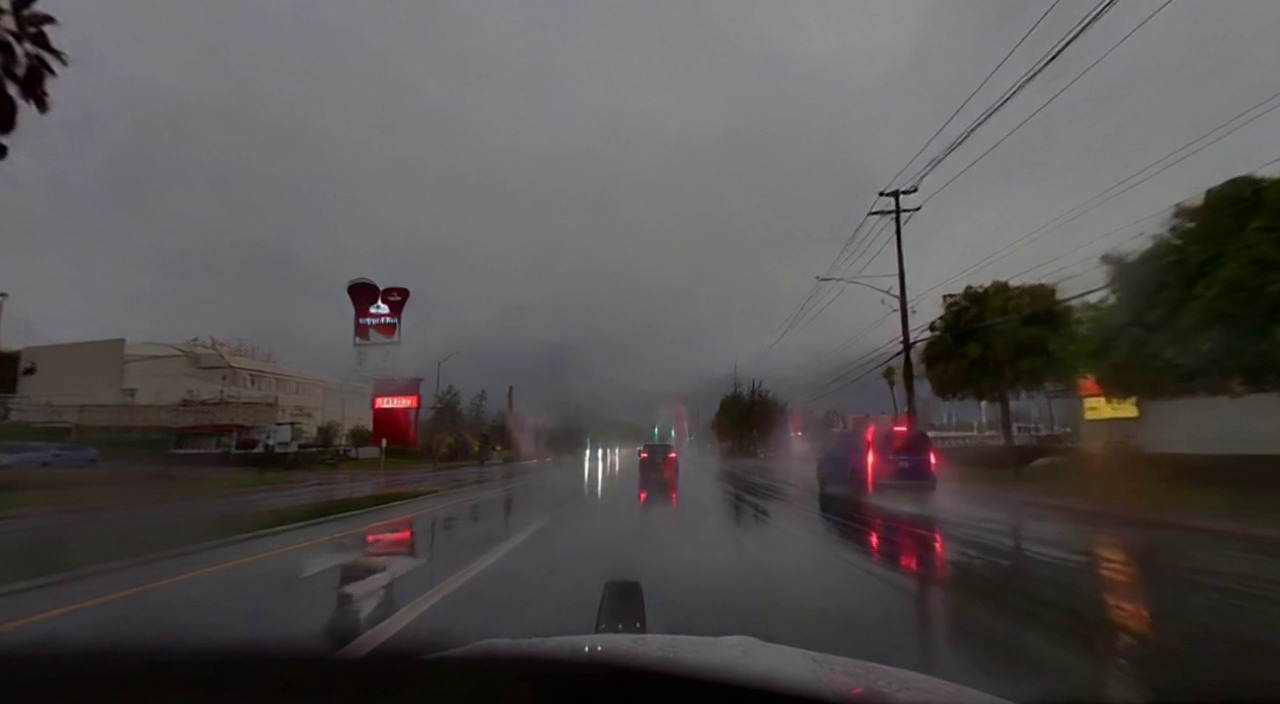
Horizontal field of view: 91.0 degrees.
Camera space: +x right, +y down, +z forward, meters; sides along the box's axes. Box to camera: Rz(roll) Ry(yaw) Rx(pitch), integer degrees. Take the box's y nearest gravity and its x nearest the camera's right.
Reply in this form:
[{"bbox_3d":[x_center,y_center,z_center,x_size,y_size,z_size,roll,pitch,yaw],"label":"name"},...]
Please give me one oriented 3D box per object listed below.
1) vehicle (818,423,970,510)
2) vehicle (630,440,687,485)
[{"bbox_3d":[6.333,2.905,16.399,2.107,1.928,4.471,0,-9,1],"label":"vehicle"},{"bbox_3d":[0.748,4.510,26.008,2.138,1.672,4.168,0,-9,2],"label":"vehicle"}]
